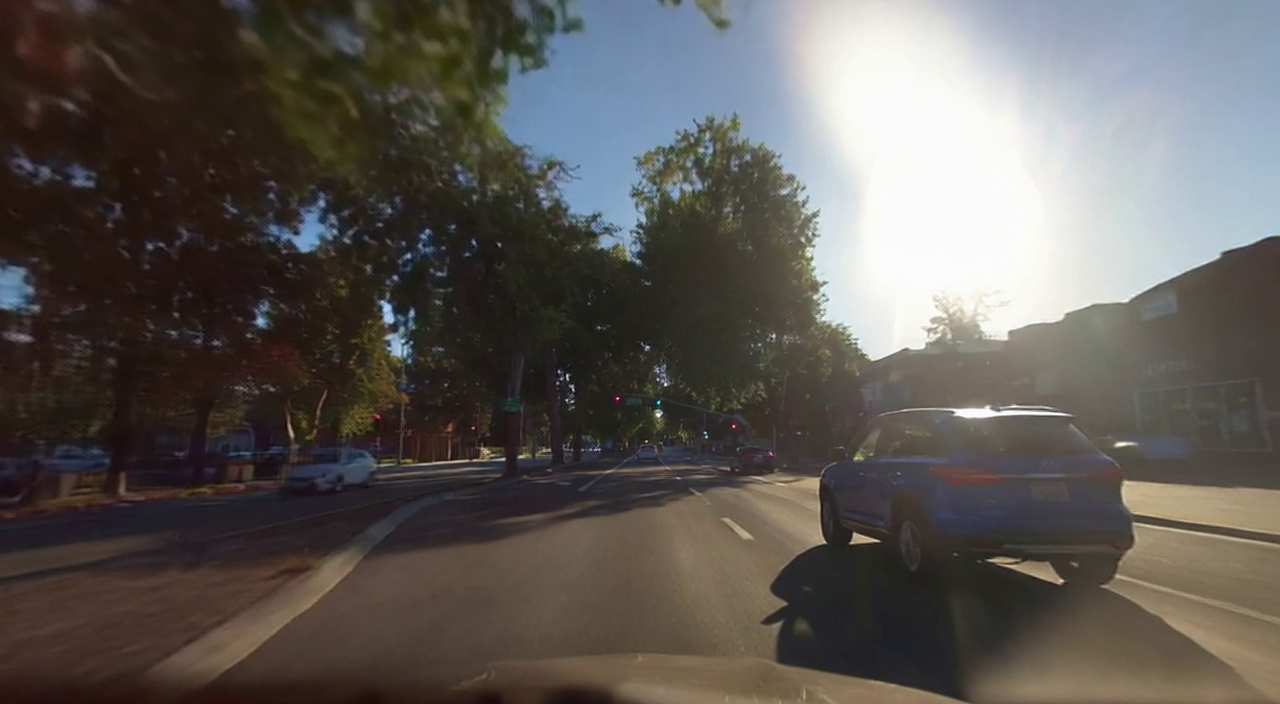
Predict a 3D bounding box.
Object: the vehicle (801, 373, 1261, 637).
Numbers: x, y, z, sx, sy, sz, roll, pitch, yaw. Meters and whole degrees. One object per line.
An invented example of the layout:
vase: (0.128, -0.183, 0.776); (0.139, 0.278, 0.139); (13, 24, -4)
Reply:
vehicle: (3.345, 1.392, 6.719); (2.033, 1.865, 4.360); (0, -8, -1)

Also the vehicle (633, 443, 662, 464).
vehicle: (0.625, 7.789, 48.527); (2.131, 1.474, 4.146); (0, -8, 1)

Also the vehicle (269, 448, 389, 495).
vehicle: (-11.264, 4.317, 23.267); (1.955, 1.507, 4.750); (0, -8, 1)

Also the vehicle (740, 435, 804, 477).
vehicle: (6.204, 4.951, 30.282); (2.085, 1.828, 5.383); (0, -8, 2)
